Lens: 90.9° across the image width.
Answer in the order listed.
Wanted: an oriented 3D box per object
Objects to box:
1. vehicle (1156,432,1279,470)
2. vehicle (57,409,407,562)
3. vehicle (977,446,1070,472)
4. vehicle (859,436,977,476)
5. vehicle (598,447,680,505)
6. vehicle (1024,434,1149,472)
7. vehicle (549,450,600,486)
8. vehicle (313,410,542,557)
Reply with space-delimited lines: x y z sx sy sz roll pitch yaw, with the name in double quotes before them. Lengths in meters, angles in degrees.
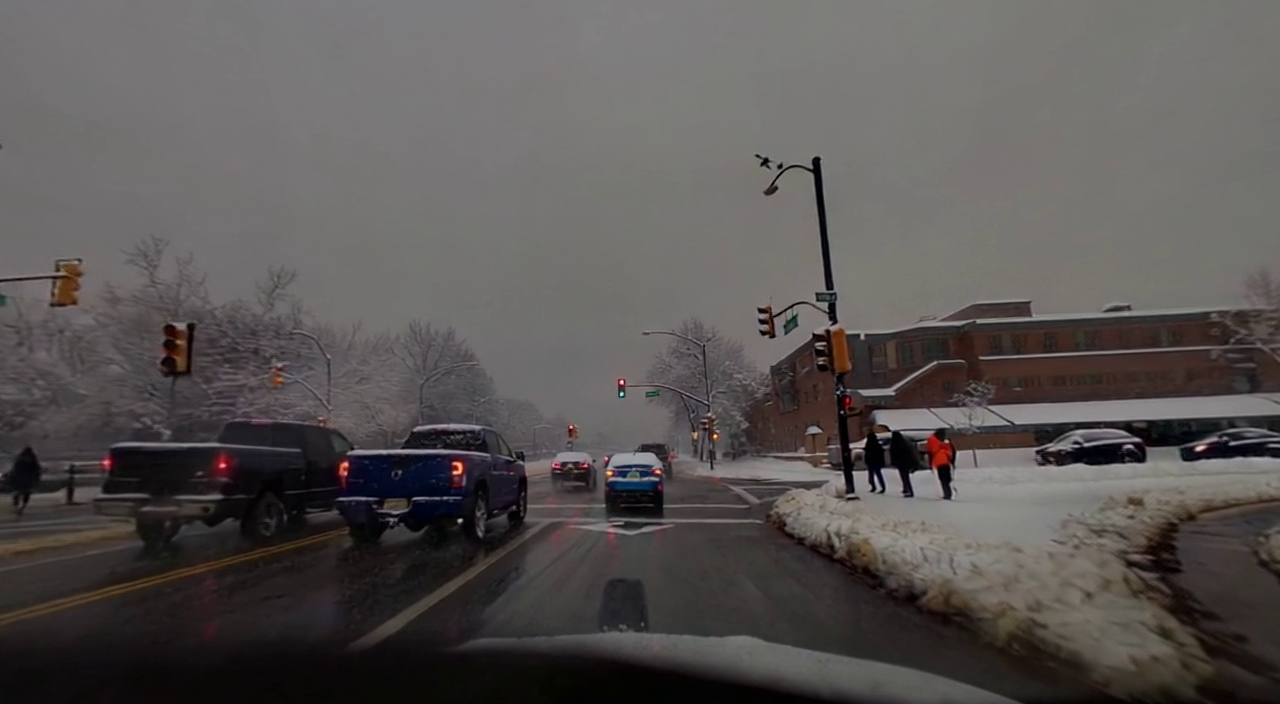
"vehicle" 29.210 4.927 31.440 4.967 1.794 2.044 0 -9 3
"vehicle" -6.564 2.232 11.468 2.544 2.018 5.893 0 -9 -2
"vehicle" 21.408 5.971 35.279 3.983 1.443 1.831 0 -9 1
"vehicle" 12.454 4.704 28.488 4.394 1.724 1.886 0 -9 1
"vehicle" 0.025 3.585 18.723 2.144 1.497 4.446 0 -9 1
"vehicle" 22.208 5.027 31.483 4.529 1.786 2.110 0 -9 2
"vehicle" -3.234 5.846 32.152 2.003 1.655 4.878 0 -9 1
"vehicle" -3.250 2.138 11.044 2.202 1.961 4.980 0 -9 1
